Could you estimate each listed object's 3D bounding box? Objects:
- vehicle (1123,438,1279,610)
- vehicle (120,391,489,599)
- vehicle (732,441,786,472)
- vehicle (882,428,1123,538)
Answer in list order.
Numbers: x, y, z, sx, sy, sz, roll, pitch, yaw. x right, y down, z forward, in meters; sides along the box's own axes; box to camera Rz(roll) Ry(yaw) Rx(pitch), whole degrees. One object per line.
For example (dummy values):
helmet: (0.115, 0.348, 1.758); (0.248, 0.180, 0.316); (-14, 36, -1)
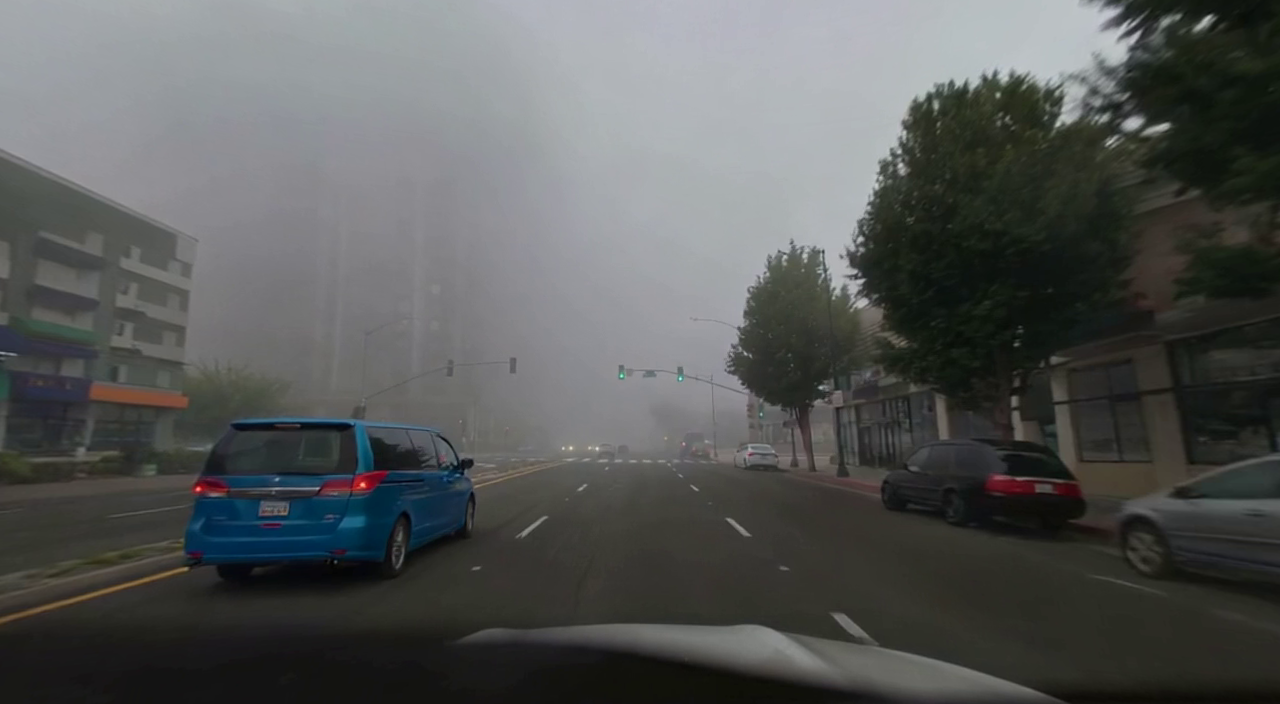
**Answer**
vehicle: (6.451, 1.420, 4.908); (1.796, 1.474, 4.449); (0, -8, 0)
vehicle: (-3.258, 1.467, 7.201); (2.080, 1.722, 3.766); (0, -8, 0)
vehicle: (6.391, 5.648, 34.401); (1.967, 1.534, 4.683); (0, -8, -1)
vehicle: (6.418, 2.323, 11.864); (1.913, 1.664, 4.246); (0, -8, -1)
